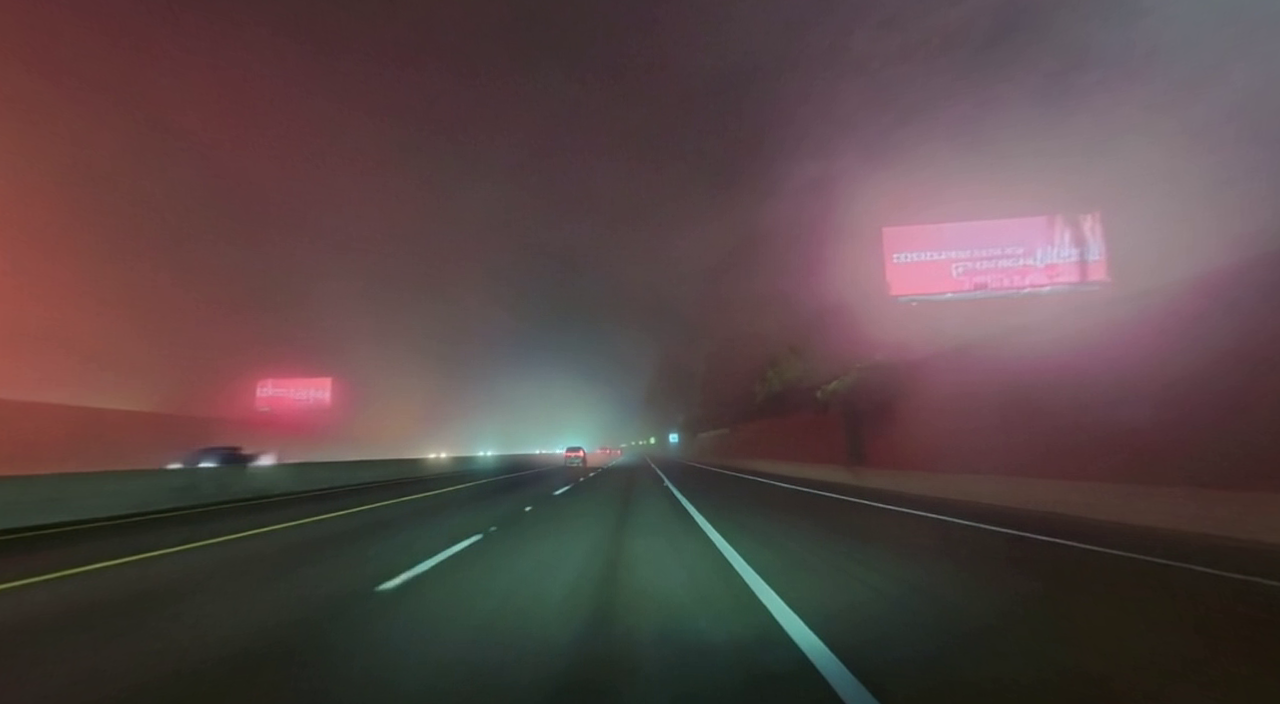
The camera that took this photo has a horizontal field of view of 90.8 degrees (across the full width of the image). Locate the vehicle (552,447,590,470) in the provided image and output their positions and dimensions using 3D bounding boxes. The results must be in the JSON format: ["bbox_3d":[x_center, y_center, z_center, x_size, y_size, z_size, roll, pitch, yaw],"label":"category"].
[{"bbox_3d":[-4.617,7.179,42.923,2.078,1.457,4.648,0,-8,0],"label":"vehicle"}]

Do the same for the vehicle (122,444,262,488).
[{"bbox_3d":[-18.552,4.689,26.539,2.273,1.652,4.927,0,-8,0],"label":"vehicle"}]
